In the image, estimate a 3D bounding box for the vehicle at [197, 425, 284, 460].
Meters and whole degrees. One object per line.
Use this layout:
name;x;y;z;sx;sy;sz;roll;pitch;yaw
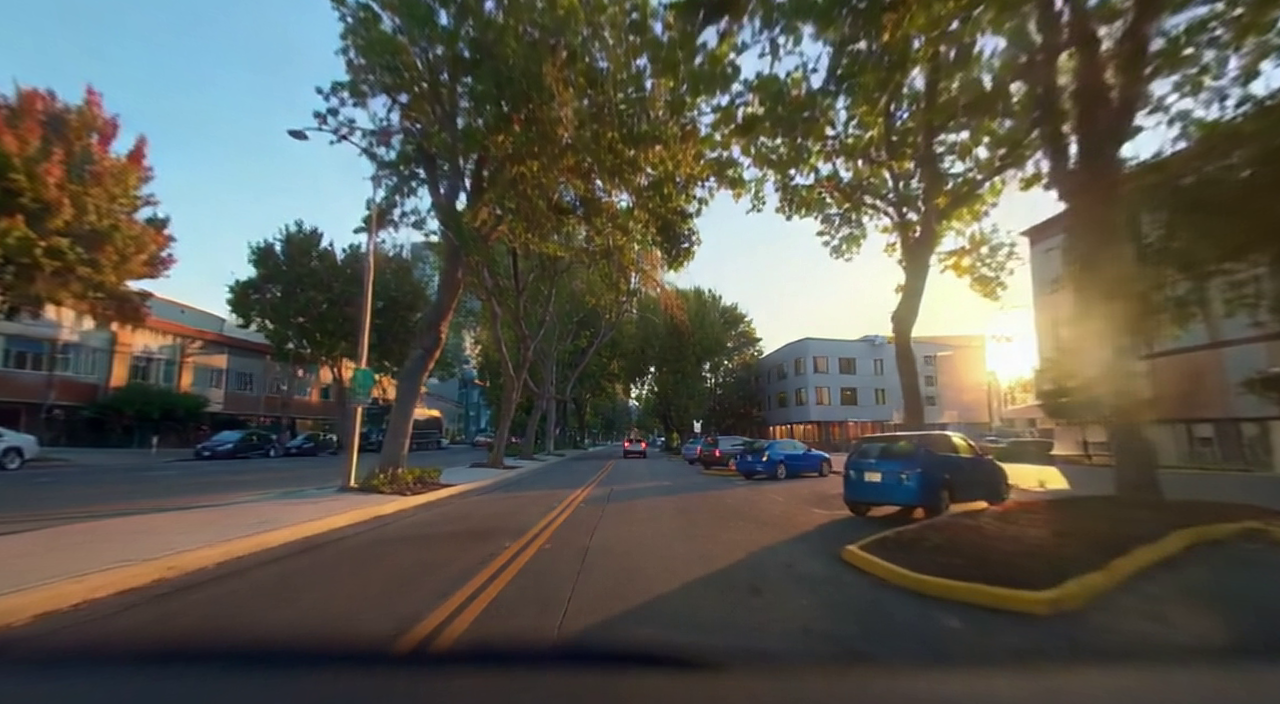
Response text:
vehicle;-19.037;4.328;30.166;1.792;1.554;3.682;0;-8;-1

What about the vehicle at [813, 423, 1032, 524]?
vehicle;5.116;2.075;11.306;3.765;1.497;1.831;5;-10;-35

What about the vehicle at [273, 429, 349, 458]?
vehicle;-18.762;5.240;36.165;1.909;1.518;4.459;-1;-8;1

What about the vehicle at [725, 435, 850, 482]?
vehicle;5.036;3.538;21.301;4.275;1.428;1.774;6;-10;-37

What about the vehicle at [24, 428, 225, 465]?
vehicle;-19.048;3.559;23.867;2.389;1.206;6.247;-1;-8;1
